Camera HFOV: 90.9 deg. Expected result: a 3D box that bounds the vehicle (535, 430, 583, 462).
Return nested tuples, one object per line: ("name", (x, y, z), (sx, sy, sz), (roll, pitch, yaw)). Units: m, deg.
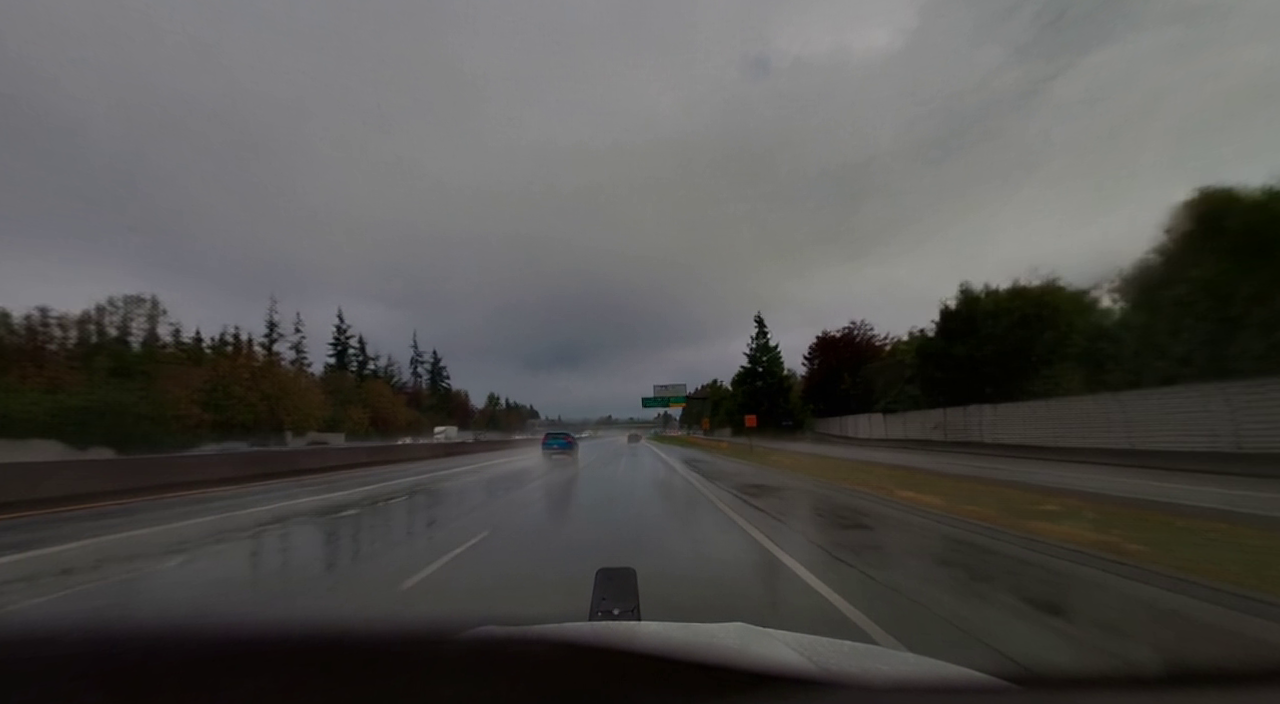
("vehicle", (-4.418, 5.200, 35.046), (2.129, 1.641, 4.263), (0, -7, 0))
